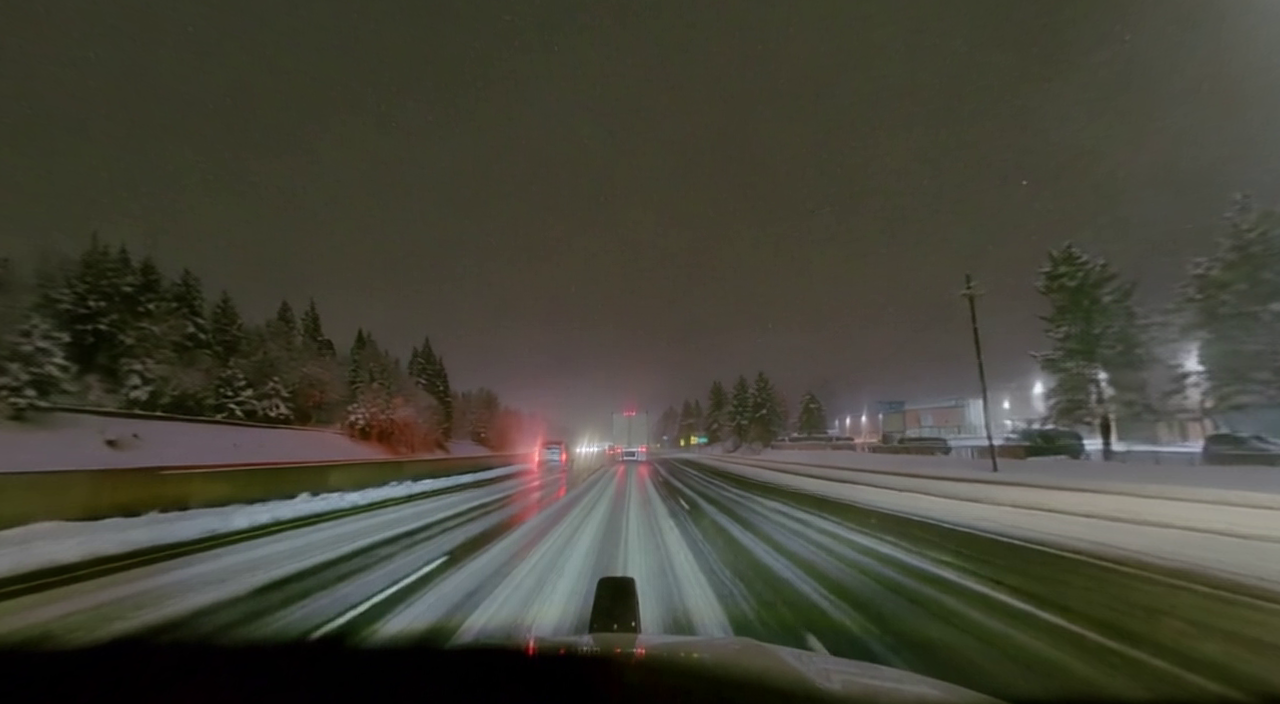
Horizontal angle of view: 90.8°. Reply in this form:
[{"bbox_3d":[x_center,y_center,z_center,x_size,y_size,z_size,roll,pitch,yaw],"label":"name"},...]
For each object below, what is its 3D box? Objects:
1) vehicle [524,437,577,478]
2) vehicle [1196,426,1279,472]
[{"bbox_3d":[-4.502,5.393,32.503,2.095,1.930,4.680,0,-9,0],"label":"vehicle"},{"bbox_3d":[43.971,6.874,44.684,2.321,3.103,6.216,4,-10,-28],"label":"vehicle"}]
